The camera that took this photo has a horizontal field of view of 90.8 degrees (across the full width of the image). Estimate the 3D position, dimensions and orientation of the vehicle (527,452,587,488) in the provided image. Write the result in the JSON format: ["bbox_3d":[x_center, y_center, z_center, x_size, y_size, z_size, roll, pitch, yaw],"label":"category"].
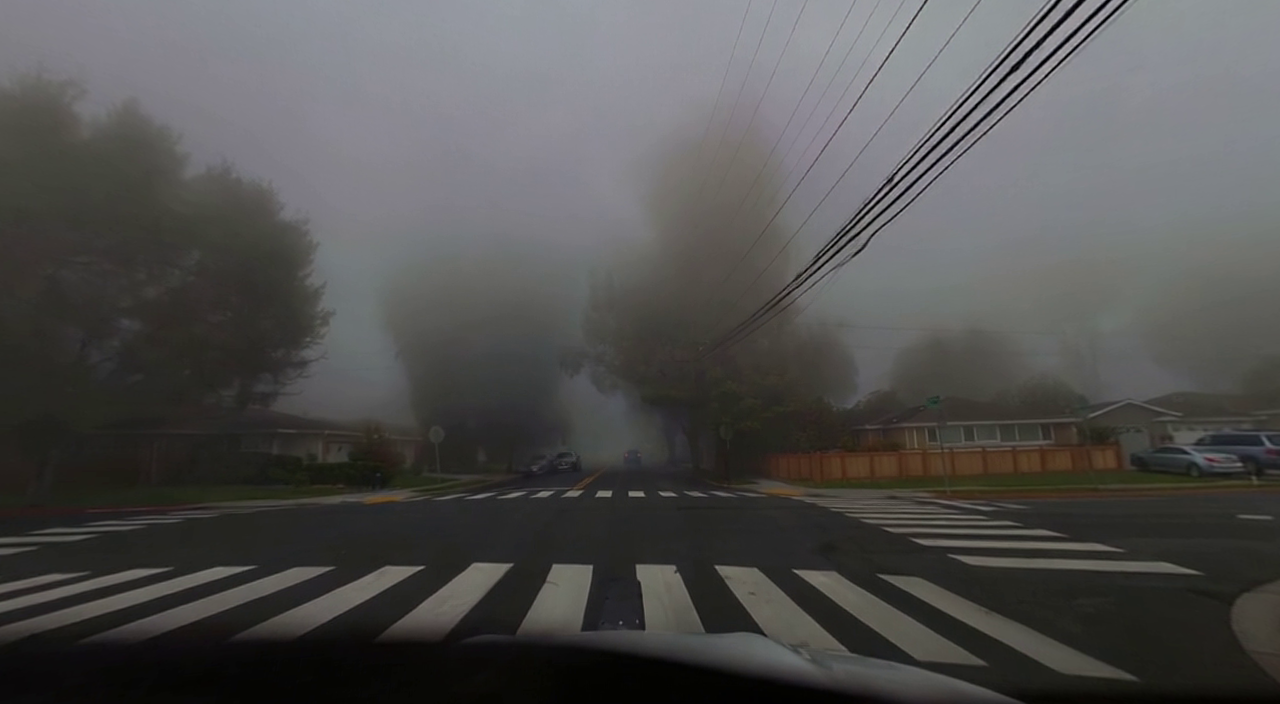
[{"bbox_3d":[-3.645,5.250,28.441,2.102,1.463,4.024,0,-9,1],"label":"vehicle"}]

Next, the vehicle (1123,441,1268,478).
[{"bbox_3d":[23.397,4.535,26.911,1.841,1.448,4.688,0,-9,-1],"label":"vehicle"}]
